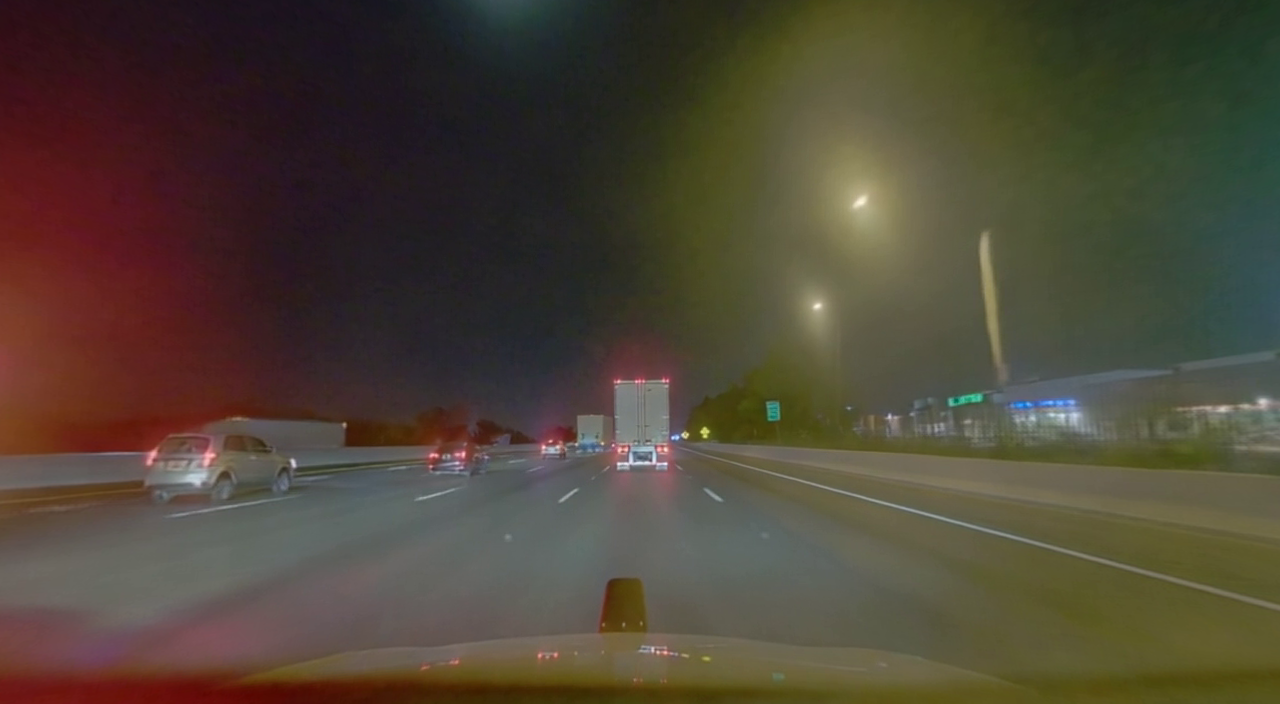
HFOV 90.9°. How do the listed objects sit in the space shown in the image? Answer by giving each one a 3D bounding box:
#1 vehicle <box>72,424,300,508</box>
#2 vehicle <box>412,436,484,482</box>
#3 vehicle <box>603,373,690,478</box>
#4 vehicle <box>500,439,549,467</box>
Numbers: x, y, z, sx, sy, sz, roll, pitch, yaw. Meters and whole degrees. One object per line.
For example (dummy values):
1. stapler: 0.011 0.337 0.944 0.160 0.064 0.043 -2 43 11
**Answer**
1. vehicle: -10.928 2.779 15.790 2.046 1.779 4.752 0 -9 2
2. vehicle: -7.021 3.912 23.288 1.736 1.580 2.778 0 -9 0
3. vehicle: 0.124 3.247 26.626 2.941 3.604 9.851 0 -9 -1
4. vehicle: -6.567 5.807 36.348 1.933 1.459 4.478 0 -9 0
